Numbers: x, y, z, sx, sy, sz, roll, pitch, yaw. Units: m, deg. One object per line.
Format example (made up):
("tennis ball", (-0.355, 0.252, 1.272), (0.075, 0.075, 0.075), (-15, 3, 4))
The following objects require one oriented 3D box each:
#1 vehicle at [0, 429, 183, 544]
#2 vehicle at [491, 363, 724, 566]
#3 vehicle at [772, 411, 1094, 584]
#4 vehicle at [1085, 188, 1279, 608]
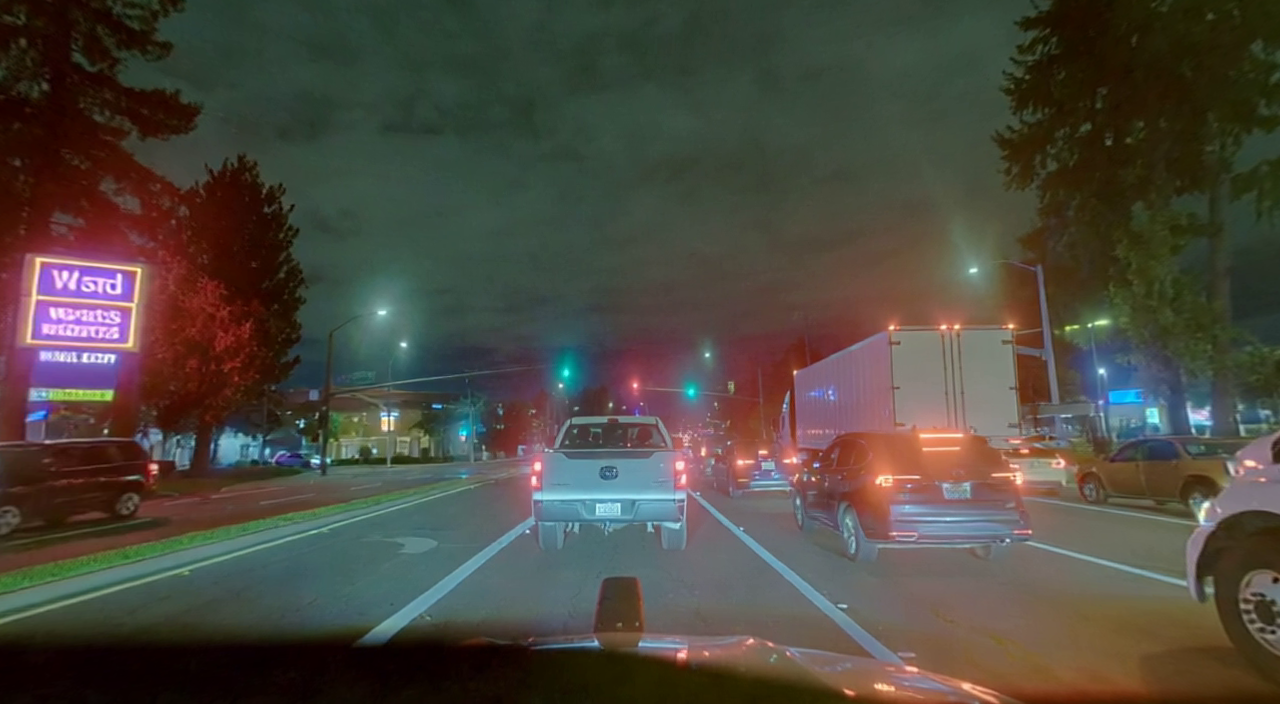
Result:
("vehicle", (-11.466, 2.450, 11.992), (2.057, 1.854, 4.672), (0, -9, -1))
("vehicle", (-0.363, 1.593, 9.457), (2.499, 2.183, 5.111), (0, -9, 0))
("vehicle", (3.256, 1.735, 8.432), (1.905, 1.587, 4.998), (0, -9, 0))
("vehicle", (6.533, 0.098, 3.306), (2.802, 3.322, 7.429), (0, -9, -1))
